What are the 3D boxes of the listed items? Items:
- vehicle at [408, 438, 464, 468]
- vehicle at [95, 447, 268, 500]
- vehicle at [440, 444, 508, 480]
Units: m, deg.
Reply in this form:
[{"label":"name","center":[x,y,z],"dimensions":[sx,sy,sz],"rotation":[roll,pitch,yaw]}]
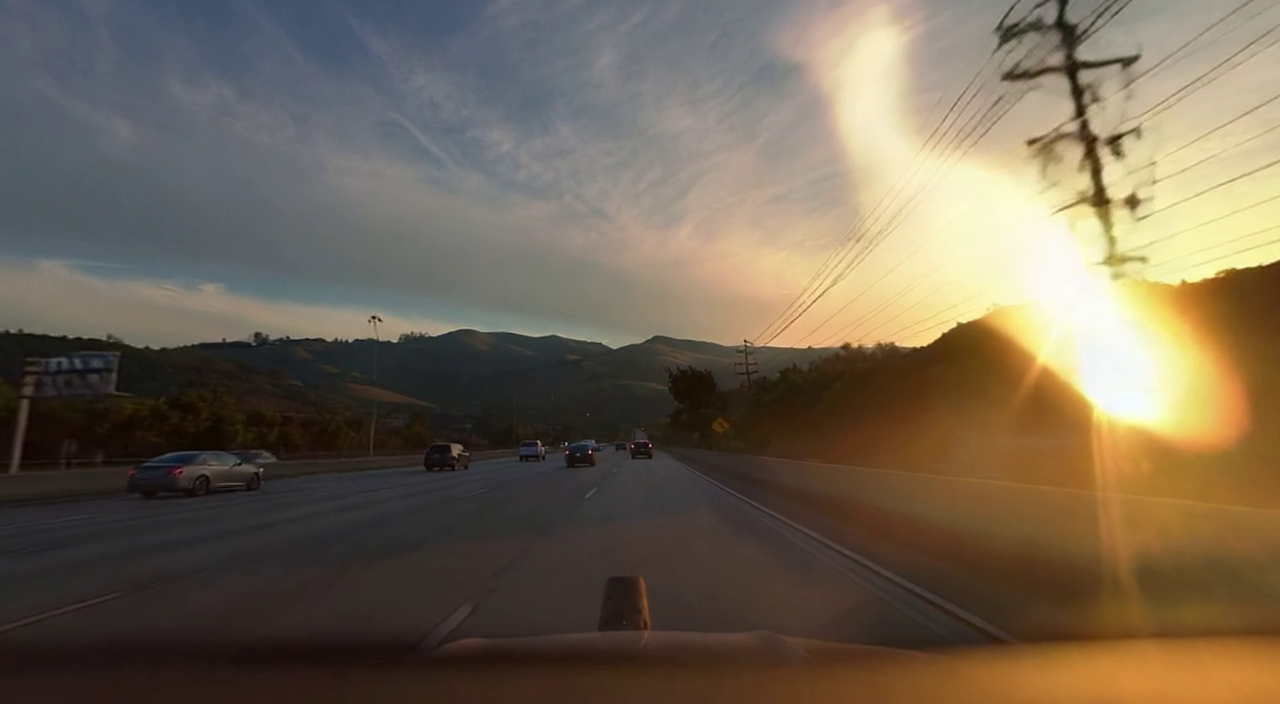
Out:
[{"label":"vehicle","center":[-14.183,7.073,44.212],"dimensions":[2.172,1.946,5.017],"rotation":[-1,-9,1]},{"label":"vehicle","center":[-14.375,3.803,20.232],"dimensions":[1.885,1.474,4.849],"rotation":[-1,-9,1]},{"label":"vehicle","center":[-7.436,4.944,28.665],"dimensions":[1.899,1.472,4.202],"rotation":[-1,-9,1]}]
